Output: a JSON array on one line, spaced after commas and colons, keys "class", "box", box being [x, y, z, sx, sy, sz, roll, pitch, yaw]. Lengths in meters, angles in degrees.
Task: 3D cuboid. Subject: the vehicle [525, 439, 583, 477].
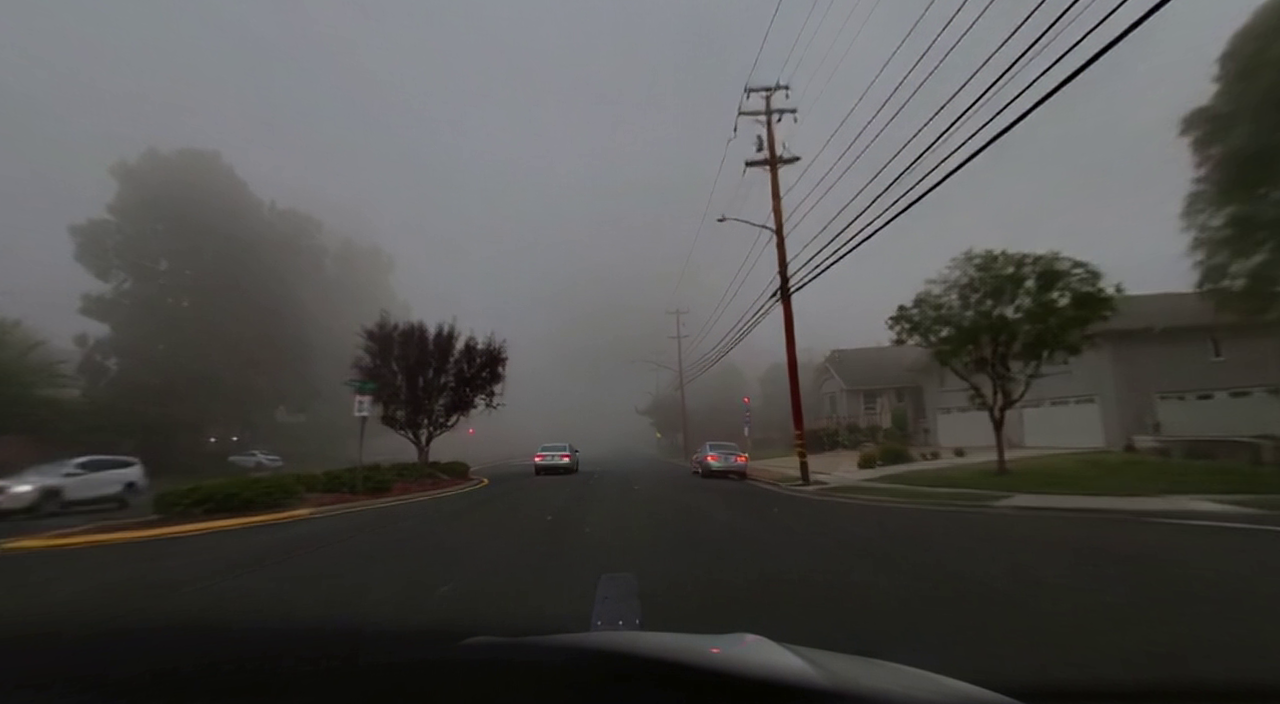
[{"class": "vehicle", "box": [-3.545, 4.452, 26.870, 2.041, 1.471, 4.602, 0, -8, -3]}]

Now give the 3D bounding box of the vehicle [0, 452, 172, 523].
[{"class": "vehicle", "box": [-14.986, 3.442, 16.622, 2.143, 1.524, 4.408, 0, -8, -3]}]

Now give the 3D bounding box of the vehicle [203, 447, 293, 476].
[{"class": "vehicle", "box": [-26.390, 7.362, 42.702, 4.661, 1.800, 2.045, 2, -8, -13]}]

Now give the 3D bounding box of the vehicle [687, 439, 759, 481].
[{"class": "vehicle", "box": [3.103, 4.134, 24.637, 2.074, 1.450, 4.621, 0, -8, -1]}]
